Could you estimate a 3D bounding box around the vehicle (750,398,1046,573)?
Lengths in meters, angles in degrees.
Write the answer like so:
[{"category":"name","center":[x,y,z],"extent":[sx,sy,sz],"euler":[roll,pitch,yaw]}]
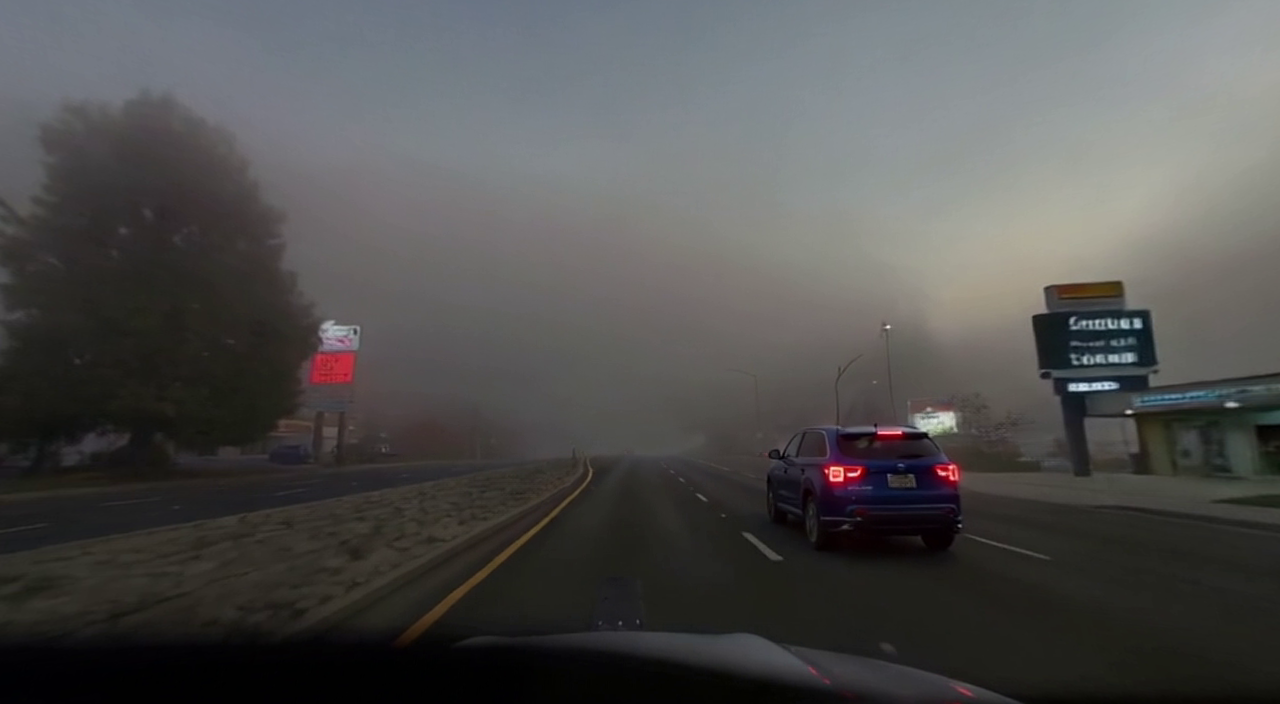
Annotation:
[{"category":"vehicle","center":[3.068,1.713,8.880],"extent":[2.130,1.790,4.615],"euler":[0,-8,-1]}]
